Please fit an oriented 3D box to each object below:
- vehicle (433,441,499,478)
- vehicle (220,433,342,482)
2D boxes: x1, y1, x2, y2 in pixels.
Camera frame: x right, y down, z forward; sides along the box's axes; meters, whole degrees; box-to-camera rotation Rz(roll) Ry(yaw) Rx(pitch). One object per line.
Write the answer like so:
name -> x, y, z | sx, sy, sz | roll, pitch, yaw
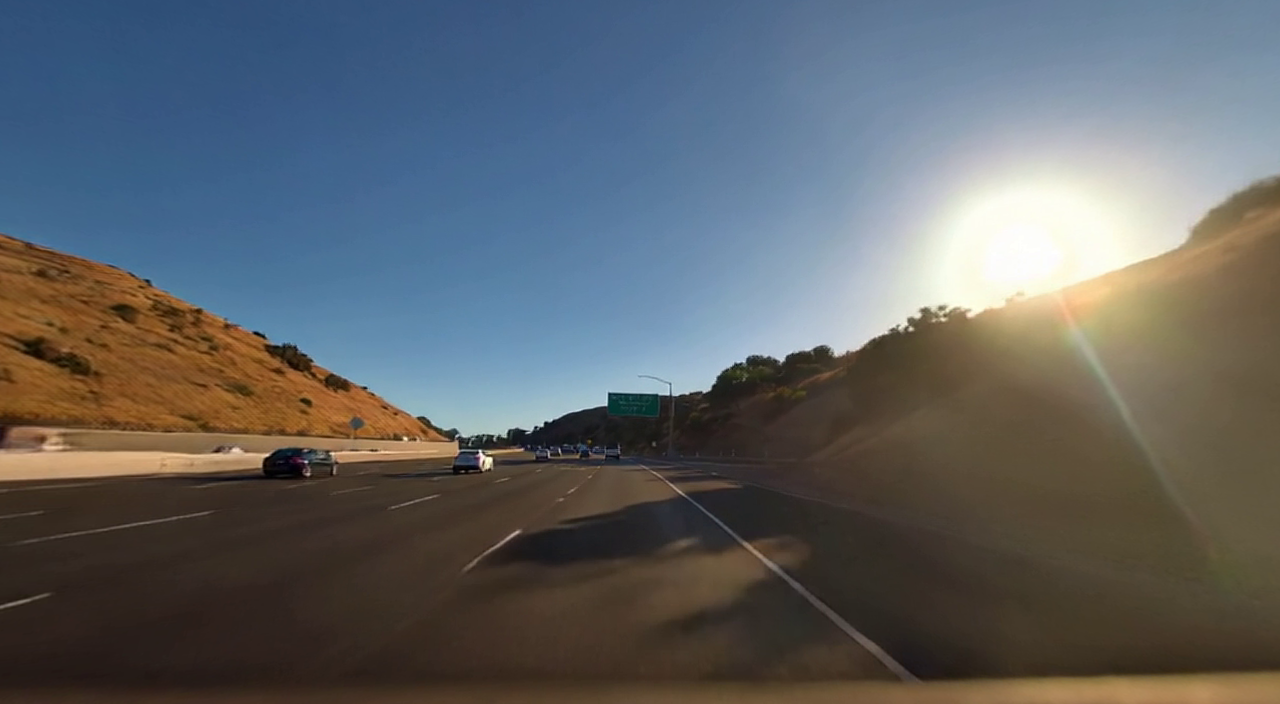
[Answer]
vehicle -> -8.519, 5.311, 31.387 | 2.104, 1.715, 4.319 | 0, -9, -1
vehicle -> -15.681, 4.654, 28.063 | 2.240, 1.953, 5.452 | 0, -9, -1
